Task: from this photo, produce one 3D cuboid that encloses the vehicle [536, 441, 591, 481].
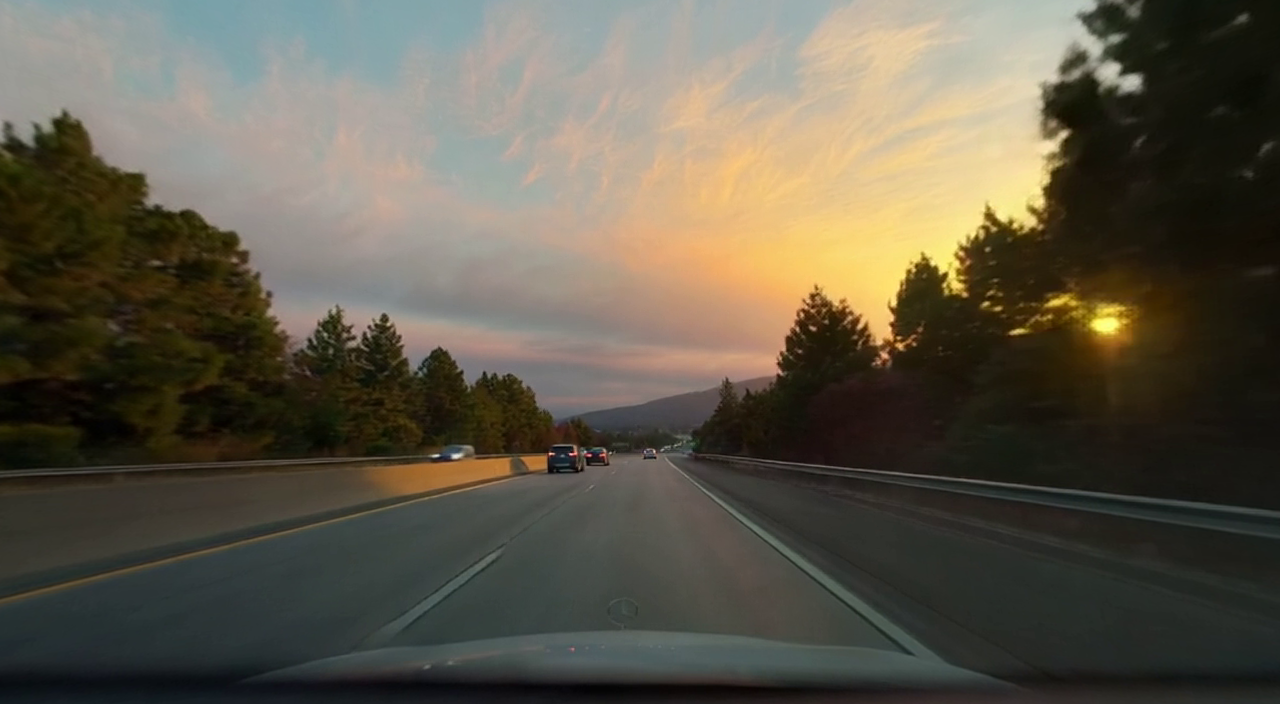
[{"bbox_3d":[-3.272,4.765,27.708,1.846,1.600,4.108,0,-9,1],"label":"vehicle"}]
